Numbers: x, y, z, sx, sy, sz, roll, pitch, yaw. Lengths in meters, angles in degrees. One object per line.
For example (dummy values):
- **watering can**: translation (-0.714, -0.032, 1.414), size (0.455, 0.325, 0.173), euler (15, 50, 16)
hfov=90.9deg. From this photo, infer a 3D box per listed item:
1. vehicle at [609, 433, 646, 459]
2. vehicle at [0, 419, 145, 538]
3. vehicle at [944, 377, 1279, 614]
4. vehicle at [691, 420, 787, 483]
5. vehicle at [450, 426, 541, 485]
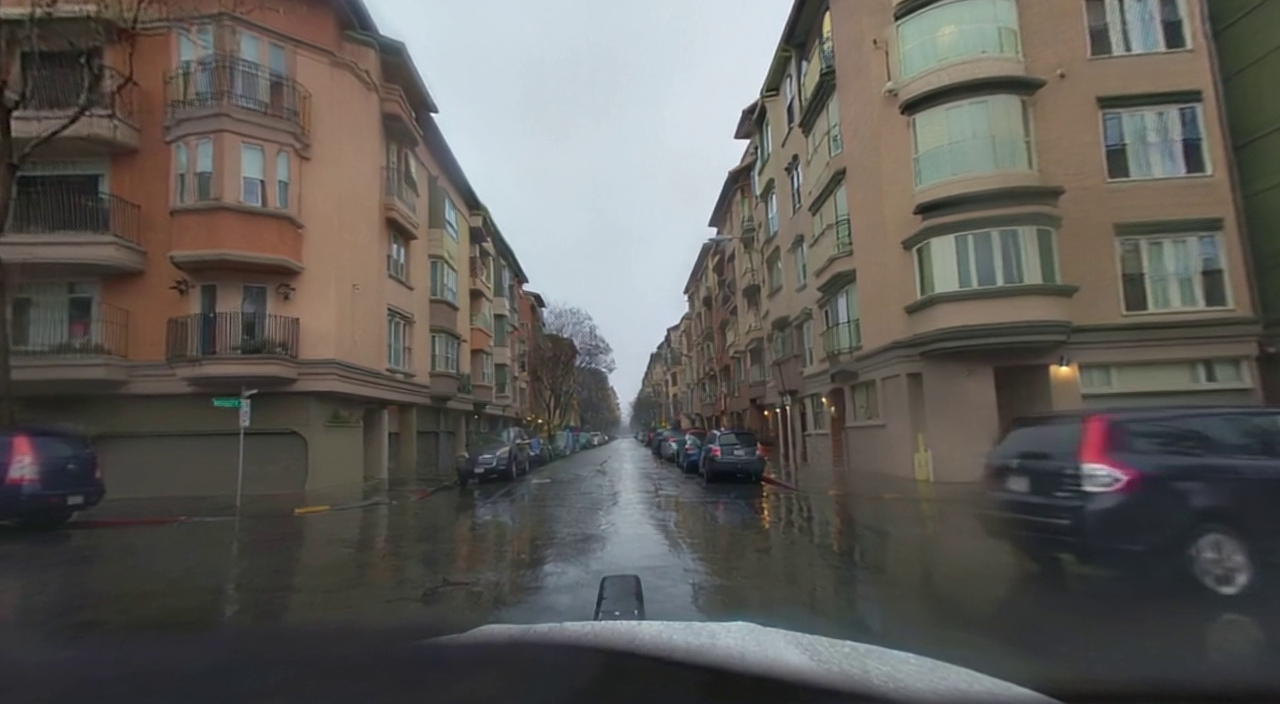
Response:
- **vehicle**: translation (-0.794, 6.367, 42.751), size (2.341, 1.675, 4.360), euler (0, -8, 0)
- **vehicle**: translation (-10.875, 1.883, 9.723), size (4.679, 1.631, 2.025), euler (0, -8, -1)
- **vehicle**: translation (5.406, 1.119, 5.548), size (4.469, 1.566, 1.993), euler (1, -8, -8)
- **vehicle**: translation (2.605, 2.712, 17.503), size (1.868, 1.544, 3.869), euler (0, -8, -2)
- **vehicle**: translation (-3.940, 2.858, 17.729), size (1.882, 1.459, 3.518), euler (0, -8, -3)
